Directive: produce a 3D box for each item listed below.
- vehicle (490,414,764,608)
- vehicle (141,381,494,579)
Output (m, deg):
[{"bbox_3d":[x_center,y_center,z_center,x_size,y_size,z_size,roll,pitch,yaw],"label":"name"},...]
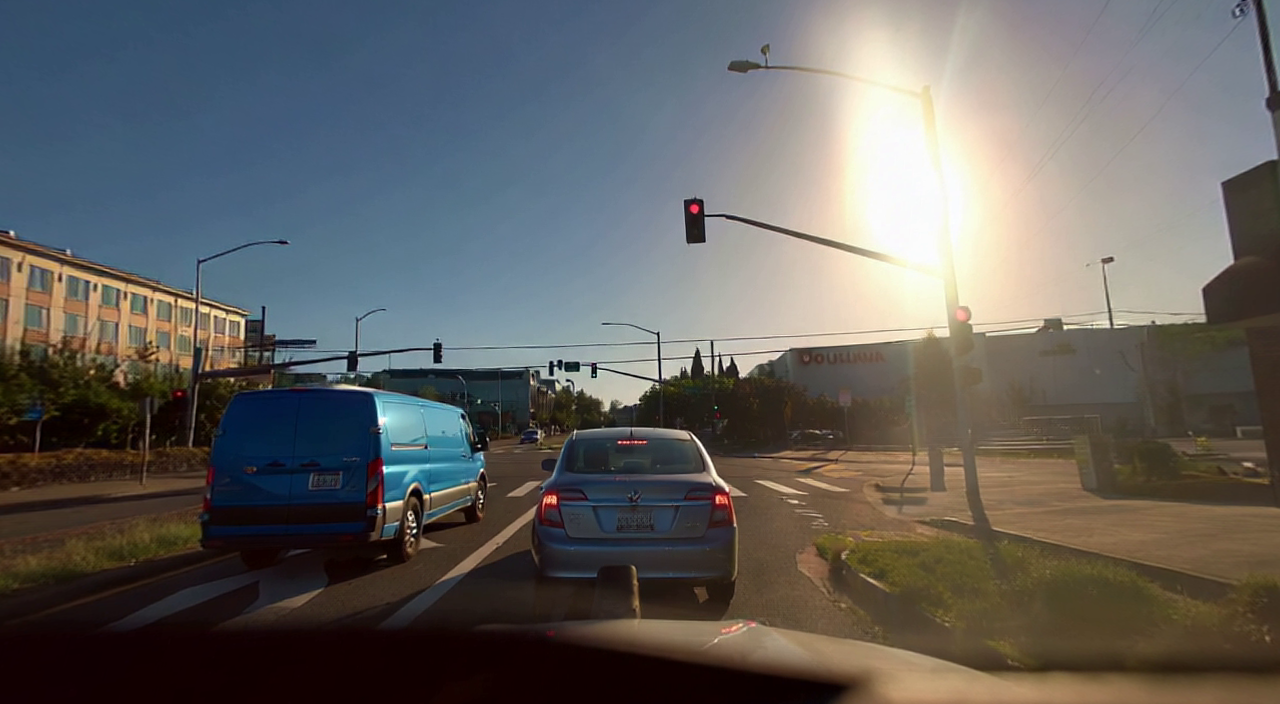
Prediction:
[{"bbox_3d":[-0.106,1.464,6.783,2.064,1.452,3.942,0,-8,0],"label":"vehicle"},{"bbox_3d":[-3.577,1.513,8.424,2.076,1.820,5.100,0,-8,-1],"label":"vehicle"}]
